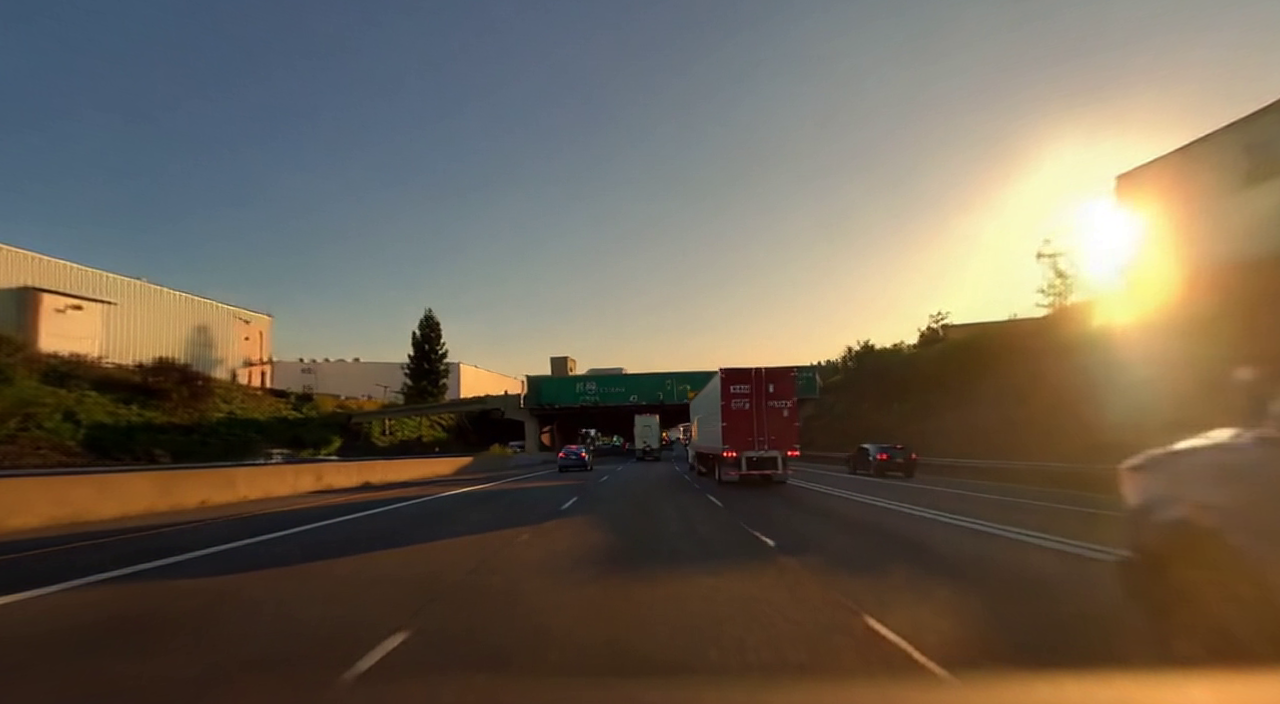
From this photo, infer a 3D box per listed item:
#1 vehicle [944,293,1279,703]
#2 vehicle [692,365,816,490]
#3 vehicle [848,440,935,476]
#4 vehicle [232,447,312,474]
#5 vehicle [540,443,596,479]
[{"bbox_3d":[3.865,0.551,1.198,2.809,1.919,7.507,0,-8,-1],"label":"vehicle"},{"bbox_3d":[4.186,3.380,27.030,2.951,3.974,13.340,-1,-8,1],"label":"vehicle"},{"bbox_3d":[11.473,4.867,29.256,2.060,1.499,4.683,0,-8,-1],"label":"vehicle"},{"bbox_3d":[-23.059,6.794,39.882,1.881,1.539,5.100,-1,-8,2],"label":"vehicle"},{"bbox_3d":[-3.120,4.833,28.323,2.024,1.472,4.014,-1,-8,0],"label":"vehicle"}]
